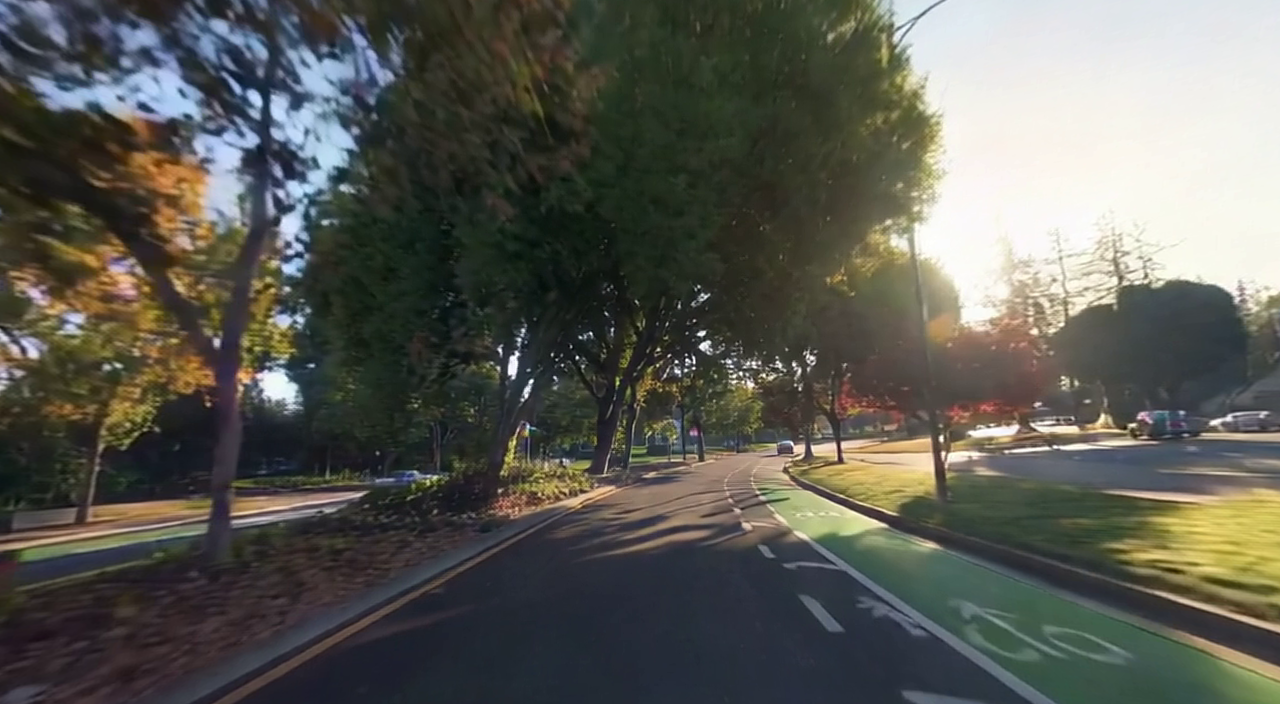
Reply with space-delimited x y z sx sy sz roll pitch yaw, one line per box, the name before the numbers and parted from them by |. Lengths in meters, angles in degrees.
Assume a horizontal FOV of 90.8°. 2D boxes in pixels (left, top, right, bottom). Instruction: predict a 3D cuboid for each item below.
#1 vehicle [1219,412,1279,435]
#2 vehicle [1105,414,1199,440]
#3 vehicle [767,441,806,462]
vehicle | 41.153 4.714 41.580 4.406 1.461 1.851 1 -8 -6
vehicle | 33.488 4.942 41.376 4.615 1.610 2.040 1 -9 -7
vehicle | 11.037 7.449 47.430 2.109 1.490 4.619 -4 -9 22
